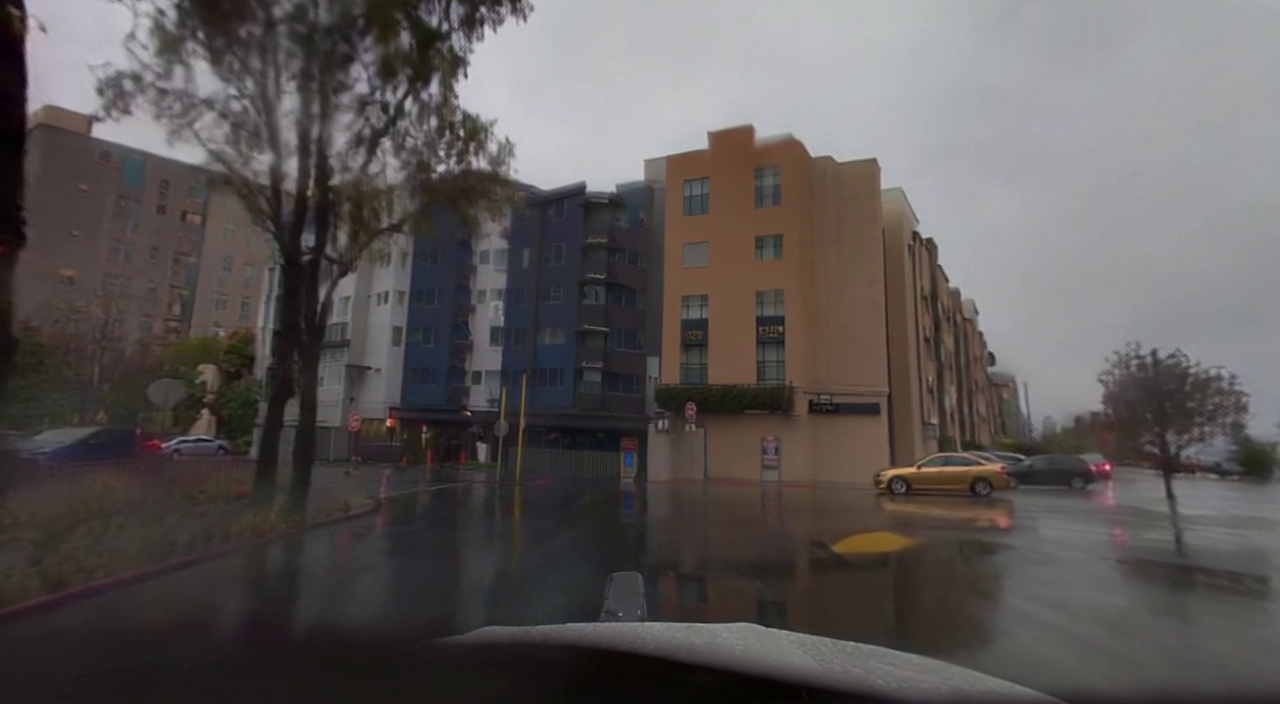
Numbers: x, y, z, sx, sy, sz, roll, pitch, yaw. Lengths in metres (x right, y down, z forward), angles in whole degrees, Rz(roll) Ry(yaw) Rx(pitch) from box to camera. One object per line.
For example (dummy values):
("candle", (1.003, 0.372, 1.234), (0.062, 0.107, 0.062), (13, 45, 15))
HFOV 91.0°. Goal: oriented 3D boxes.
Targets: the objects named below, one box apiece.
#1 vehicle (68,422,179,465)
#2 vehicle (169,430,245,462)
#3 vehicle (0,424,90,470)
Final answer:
("vehicle", (-22.514, 4.085, 27.640), (1.675, 1.587, 3.980), (-1, -11, -5))
("vehicle", (-25.822, 5.595, 37.692), (1.870, 1.563, 4.039), (2, -5, -5))
("vehicle", (-22.291, 3.384, 22.460), (1.838, 1.518, 4.074), (0, -8, -5))
